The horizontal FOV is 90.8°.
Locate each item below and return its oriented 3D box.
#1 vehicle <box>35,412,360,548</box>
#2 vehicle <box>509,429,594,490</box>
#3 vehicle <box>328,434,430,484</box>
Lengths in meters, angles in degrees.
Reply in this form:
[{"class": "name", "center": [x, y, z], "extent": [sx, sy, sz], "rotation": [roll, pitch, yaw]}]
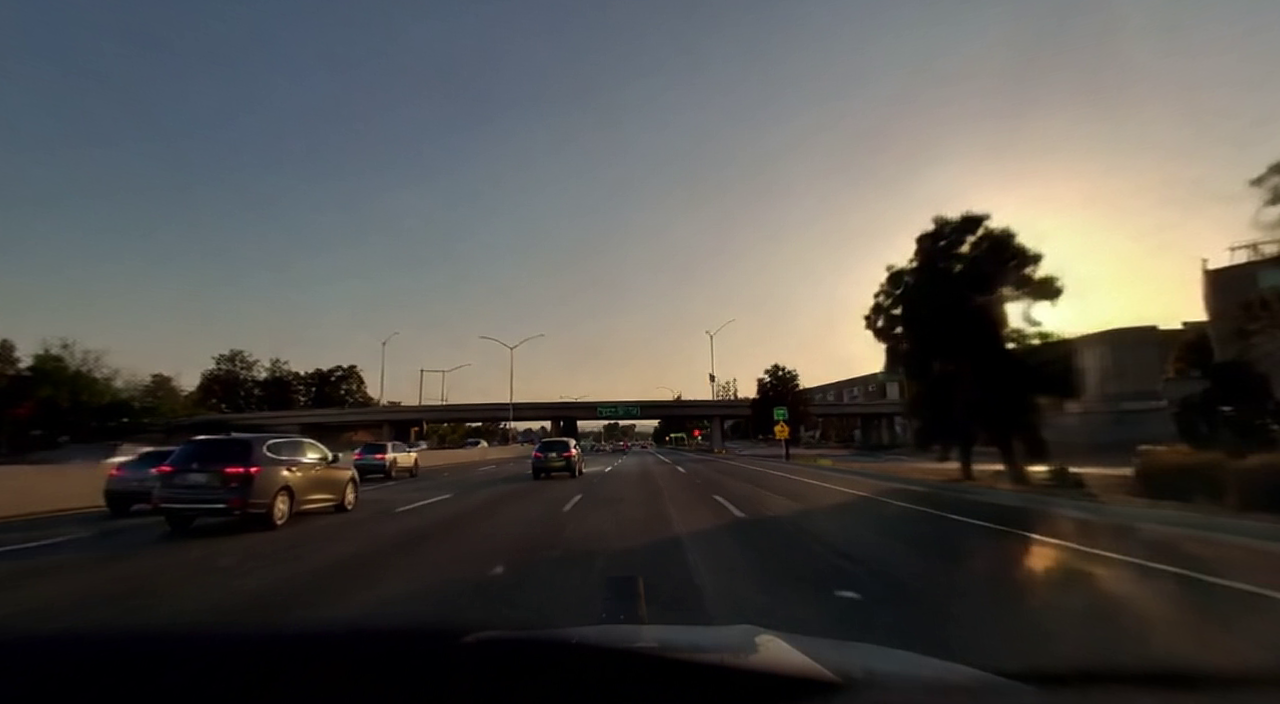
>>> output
[{"class": "vehicle", "center": [-6.892, 2.031, 10.755], "extent": [2.015, 1.762, 4.790], "rotation": [0, -8, 0]}, {"class": "vehicle", "center": [-2.681, 3.381, 20.202], "extent": [2.027, 1.697, 4.307], "rotation": [0, -8, 1]}, {"class": "vehicle", "center": [-10.143, 4.180, 25.054], "extent": [1.969, 1.759, 4.758], "rotation": [0, -8, 1]}]
